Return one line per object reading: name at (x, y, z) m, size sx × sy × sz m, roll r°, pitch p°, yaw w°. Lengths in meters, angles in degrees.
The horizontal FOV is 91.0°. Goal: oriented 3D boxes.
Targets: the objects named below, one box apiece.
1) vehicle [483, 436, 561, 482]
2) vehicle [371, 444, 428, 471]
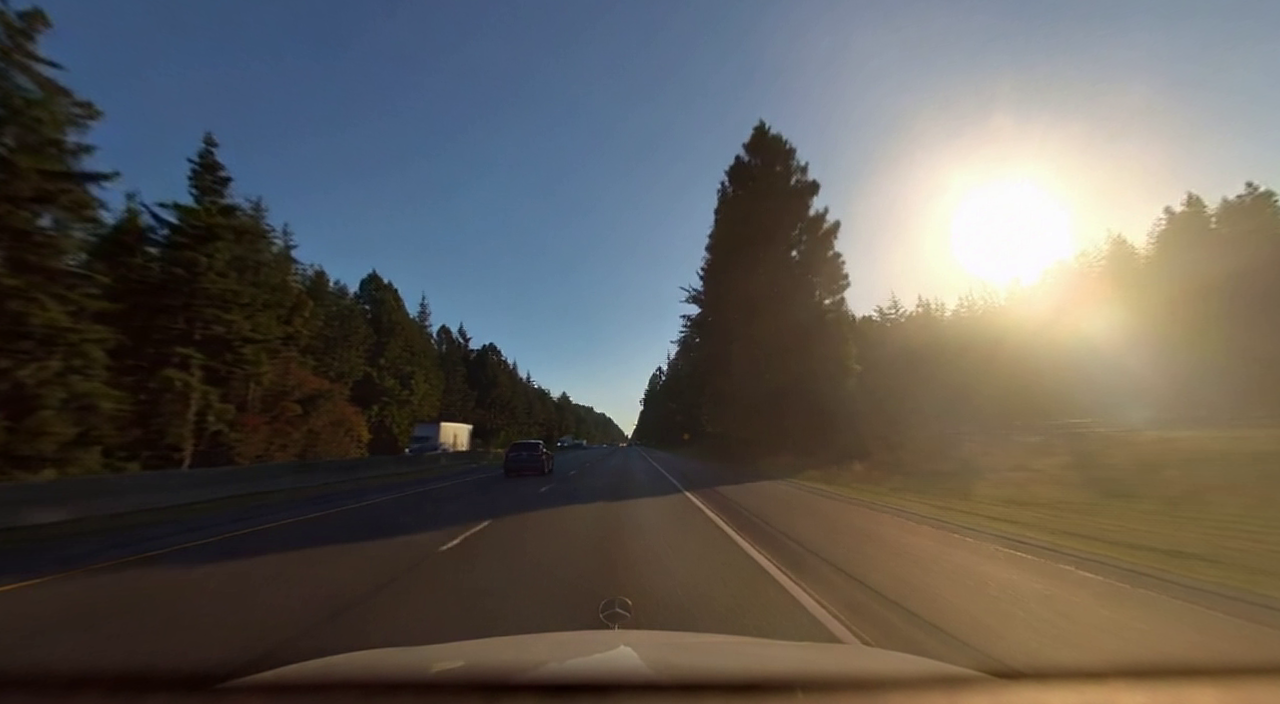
vehicle at (-4.454, 4.098, 24.575) m, size 2.202 × 1.587 × 4.754 m, roll 0°, pitch -8°, yaw -1°
vehicle at (-13.814, 6.041, 36.342) m, size 1.717 × 1.456 × 4.170 m, roll 0°, pitch -8°, yaw -1°
